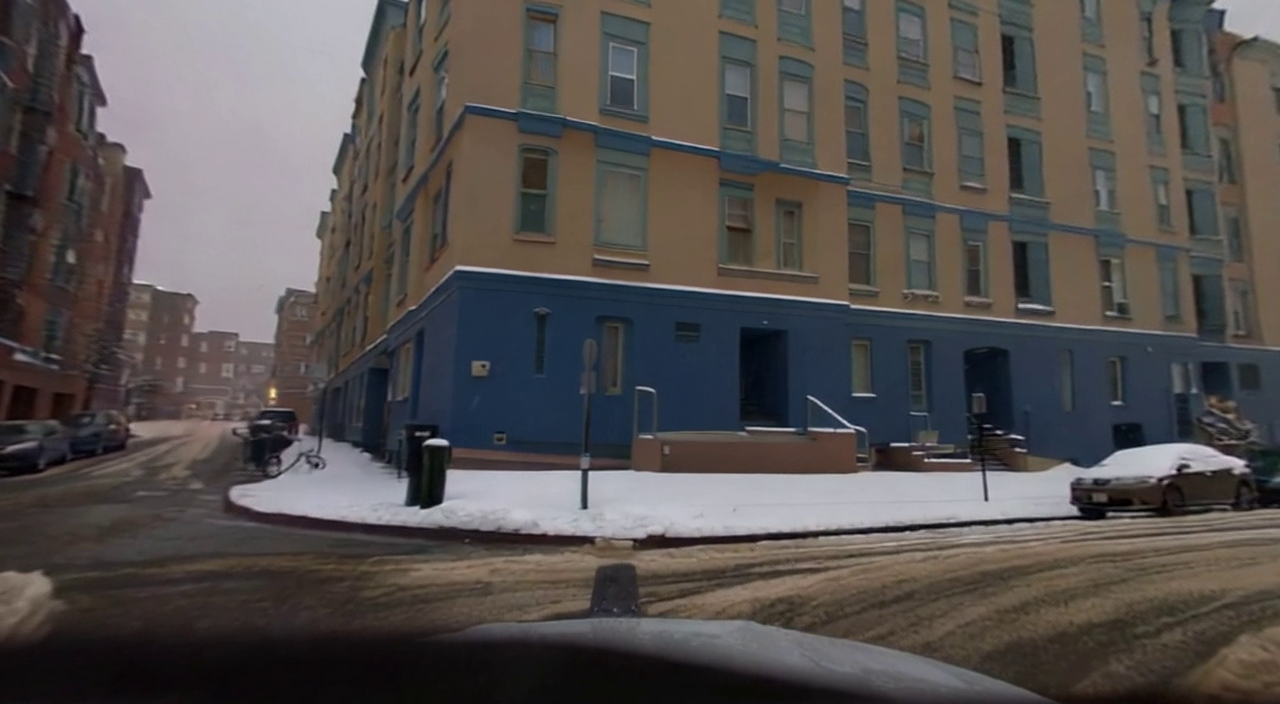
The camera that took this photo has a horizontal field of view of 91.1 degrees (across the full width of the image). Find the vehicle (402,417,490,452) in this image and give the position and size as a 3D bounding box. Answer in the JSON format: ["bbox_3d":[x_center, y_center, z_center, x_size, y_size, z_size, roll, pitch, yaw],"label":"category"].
[{"bbox_3d":[-8.595,3.671,27.859,3.404,1.431,1.641,4,-9,-28],"label":"vehicle"}]

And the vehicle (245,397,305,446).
[{"bbox_3d":[-16.906,3.274,29.021,2.072,2.074,4.358,5,-9,-31],"label":"vehicle"}]

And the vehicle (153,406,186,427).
[{"bbox_3d":[-35.483,4.912,47.461,1.777,1.459,3.676,6,-9,-34],"label":"vehicle"}]

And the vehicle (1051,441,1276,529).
[{"bbox_3d":[10.337,2.557,12.504,3.414,1.519,1.719,3,-8,-16],"label":"vehicle"}]

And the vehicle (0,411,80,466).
[{"bbox_3d":[-17.941,2.459,18.037,1.897,1.431,3.741,4,-9,-28],"label":"vehicle"}]
